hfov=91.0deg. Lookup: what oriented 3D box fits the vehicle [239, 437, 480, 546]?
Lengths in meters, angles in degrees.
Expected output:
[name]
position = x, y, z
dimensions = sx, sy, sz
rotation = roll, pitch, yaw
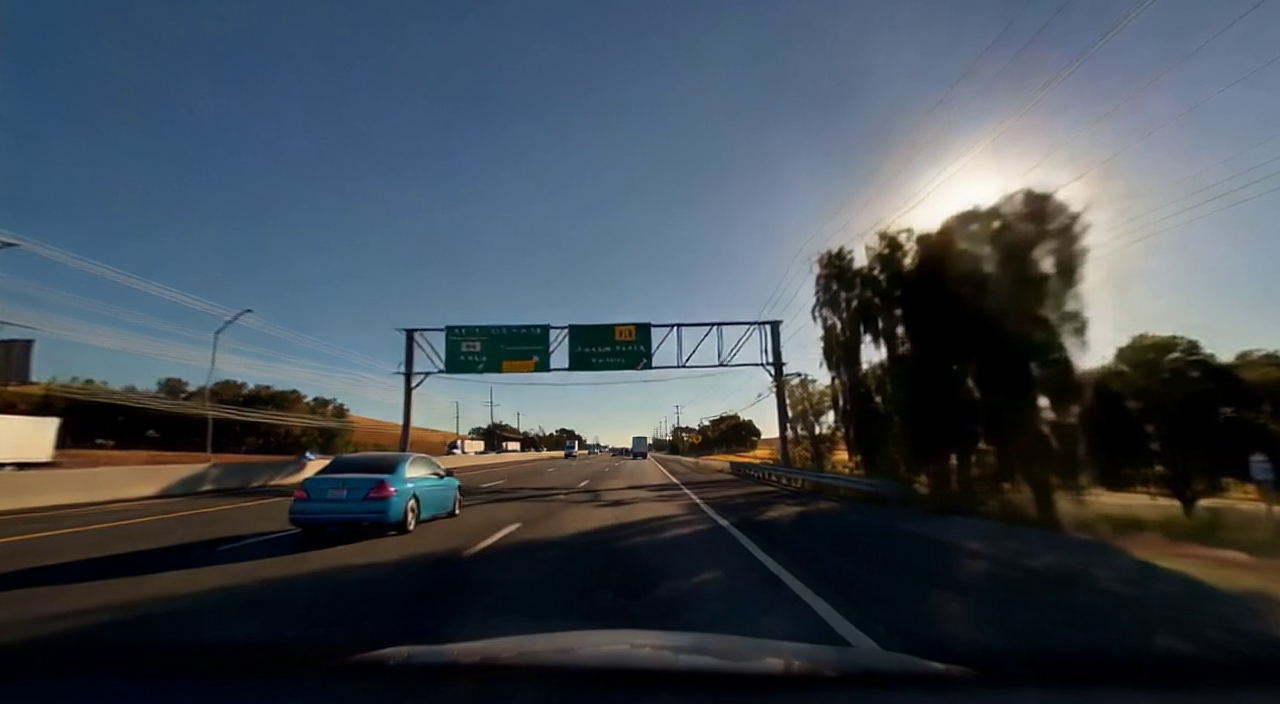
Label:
[vehicle]
position = -4.488, 2.288, 11.057
dimensions = 2.104, 1.501, 4.459
rotation = 0, -9, 1
